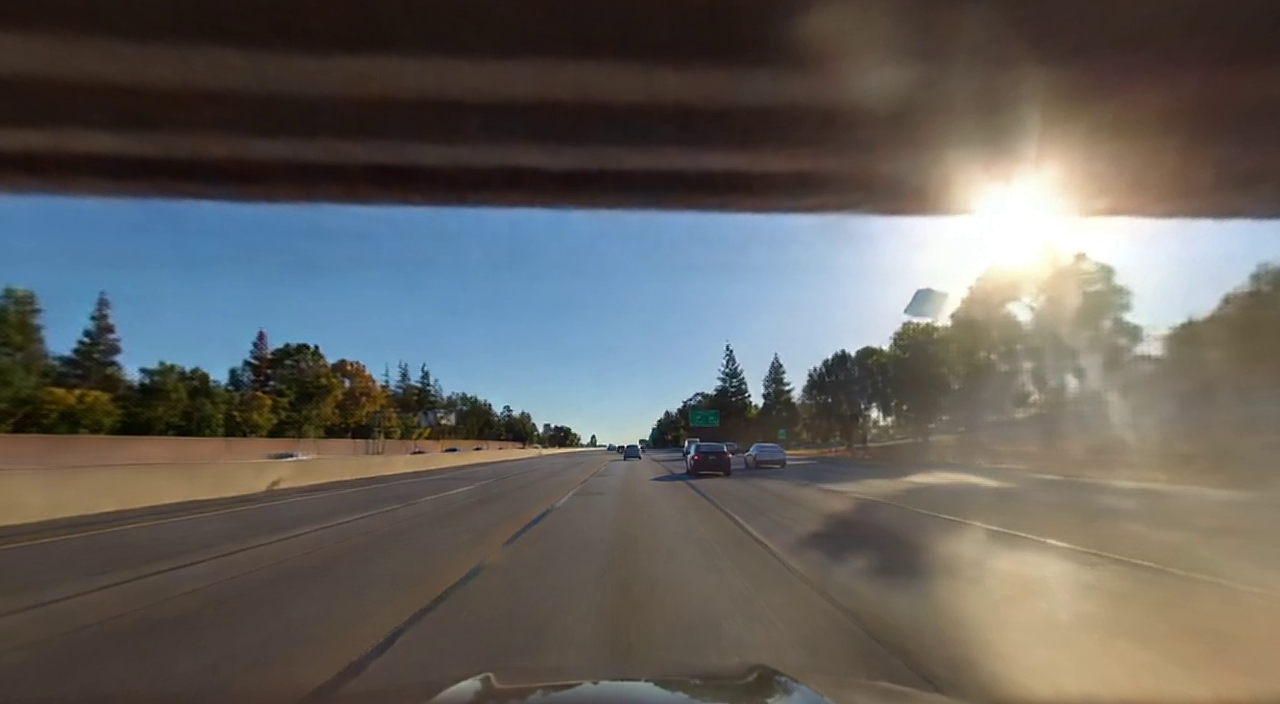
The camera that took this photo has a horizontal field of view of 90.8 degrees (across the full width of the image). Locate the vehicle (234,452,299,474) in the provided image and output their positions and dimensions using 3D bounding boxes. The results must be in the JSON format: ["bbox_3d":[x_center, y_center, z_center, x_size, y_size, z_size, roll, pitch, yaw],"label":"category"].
[{"bbox_3d":[-26.786,7.940,45.514,1.882,1.470,4.599,0,-9,0],"label":"vehicle"}]

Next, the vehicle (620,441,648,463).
[{"bbox_3d":[-0.491,7.544,47.872,2.029,1.595,4.207,0,-8,-1],"label":"vehicle"}]

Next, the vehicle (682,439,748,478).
[{"bbox_3d":[3.042,4.434,26.548,2.076,1.472,4.562,0,-8,-2],"label":"vehicle"}]

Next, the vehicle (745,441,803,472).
[{"bbox_3d":[6.991,5.479,33.420,1.946,1.497,4.467,0,-8,-2],"label":"vehicle"}]
